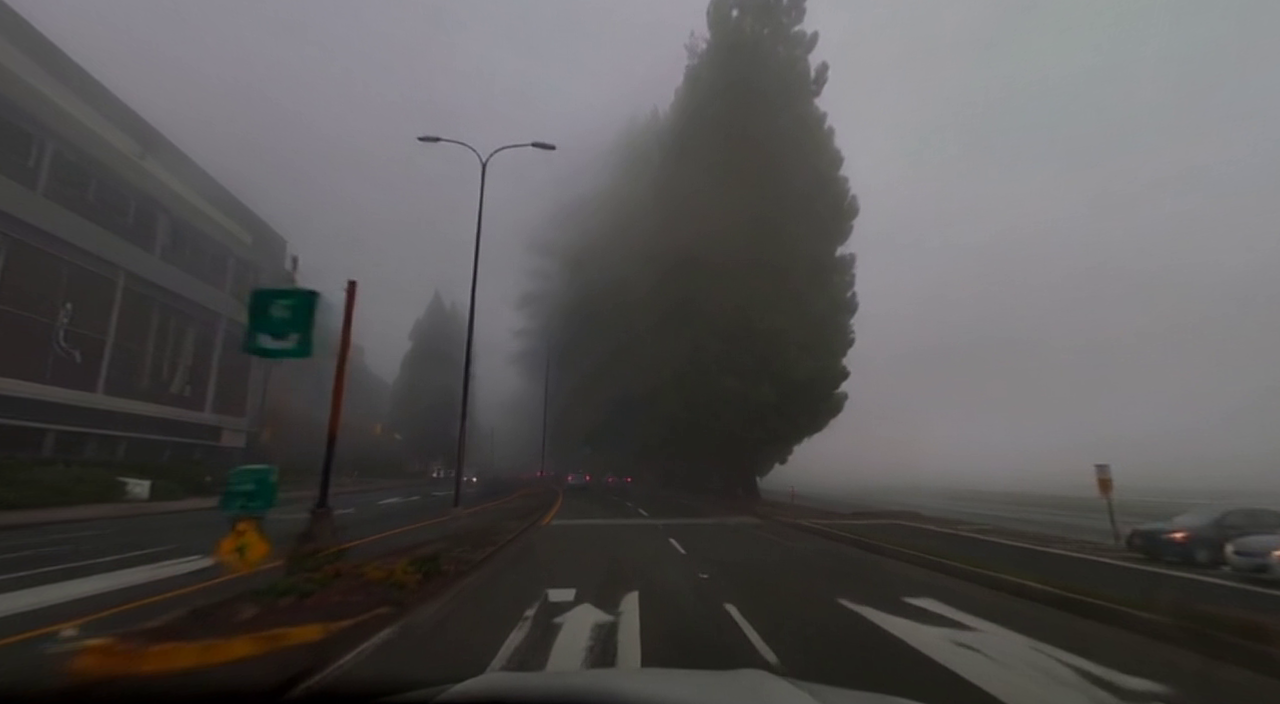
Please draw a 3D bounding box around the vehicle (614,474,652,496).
[{"bbox_3d":[-0.451,7.828,37.030,1.775,1.186,2.933,2,-11,-11],"label":"vehicle"}]

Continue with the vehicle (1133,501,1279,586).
[{"bbox_3d":[12.640,3.751,12.504,3.937,1.417,1.870,-1,-11,5],"label":"vehicle"}]
